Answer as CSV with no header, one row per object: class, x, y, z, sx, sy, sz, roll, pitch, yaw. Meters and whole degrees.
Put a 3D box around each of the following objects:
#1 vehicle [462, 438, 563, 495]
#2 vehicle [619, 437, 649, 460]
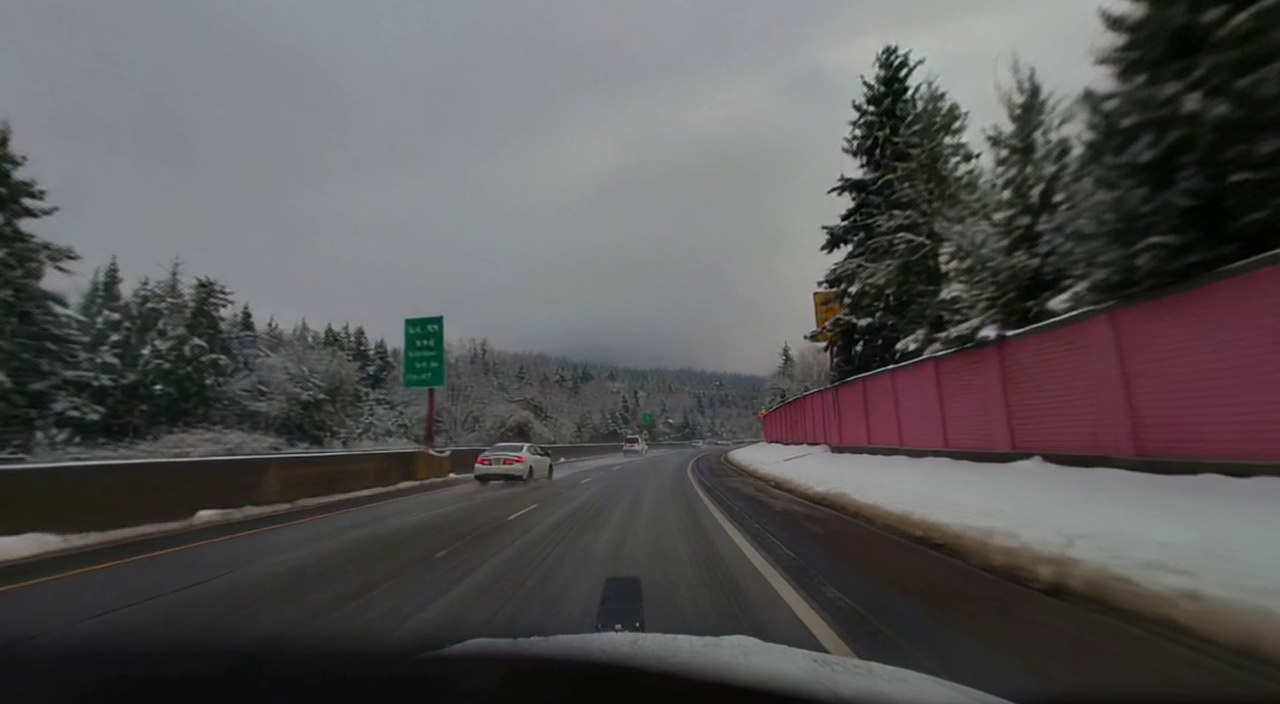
vehicle,-3.490,3.209,18.089,1.746,1.405,4.339,0,-9,3
vehicle,-0.443,7.575,49.733,1.833,1.697,3.984,-1,-9,7
